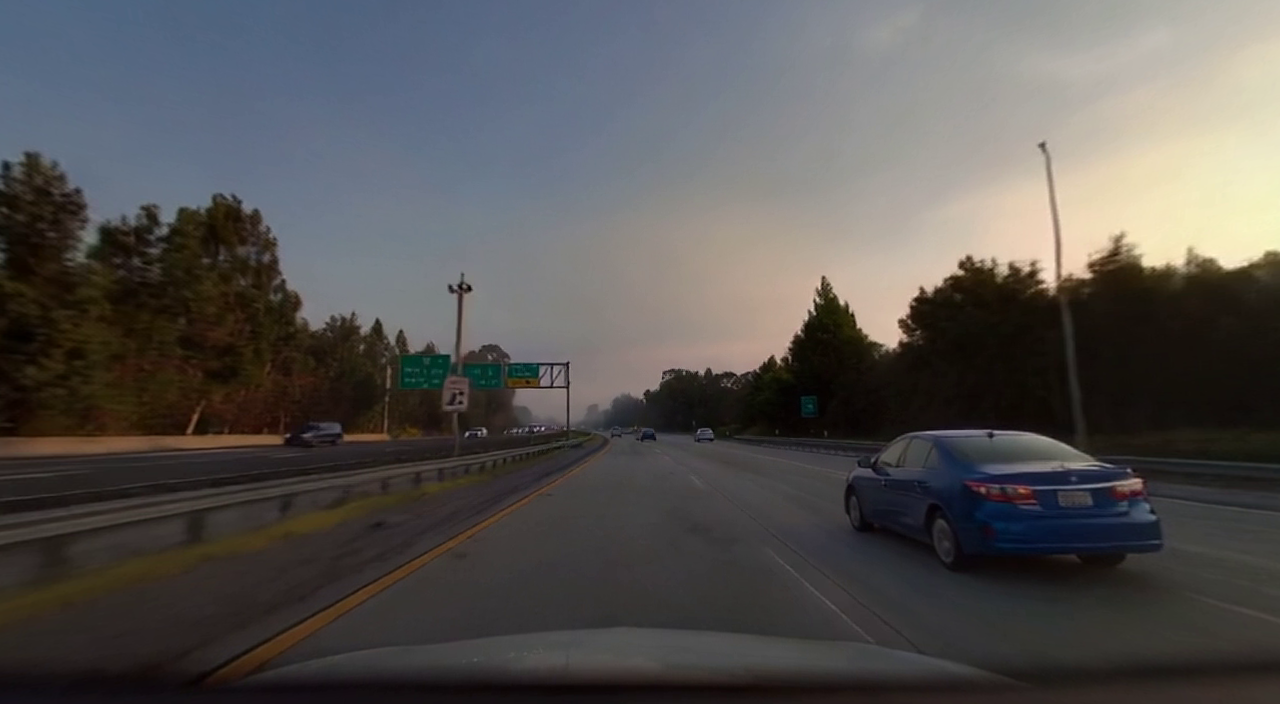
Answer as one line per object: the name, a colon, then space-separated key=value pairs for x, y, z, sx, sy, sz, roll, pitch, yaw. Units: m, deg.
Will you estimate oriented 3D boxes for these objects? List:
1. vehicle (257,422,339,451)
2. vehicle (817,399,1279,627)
vehicle: x=-18.744 y=4.659 z=34.808 sx=1.931 sy=1.490 sz=4.667 roll=0 pitch=-8 yaw=-1
vehicle: x=3.365 y=1.305 z=6.191 sx=1.977 sy=1.443 sz=4.225 roll=0 pitch=-8 yaw=-1
